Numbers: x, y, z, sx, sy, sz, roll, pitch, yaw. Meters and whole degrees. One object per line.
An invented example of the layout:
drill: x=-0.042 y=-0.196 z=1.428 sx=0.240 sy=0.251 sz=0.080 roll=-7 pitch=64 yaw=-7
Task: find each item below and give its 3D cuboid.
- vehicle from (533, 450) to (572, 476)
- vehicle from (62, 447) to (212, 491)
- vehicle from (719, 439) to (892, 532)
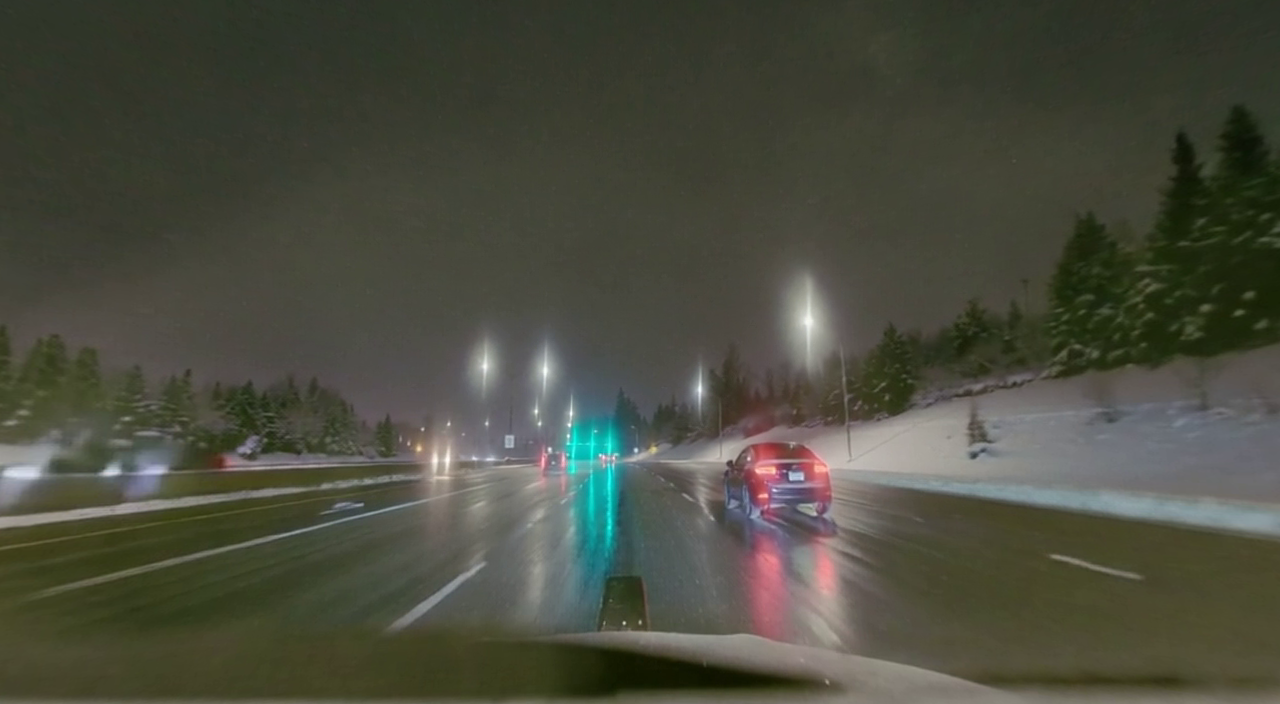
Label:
vehicle: x=-5.439 y=6.938 z=39.597 sx=2.014 sy=1.481 sz=4.156 roll=0 pitch=-9 yaw=-3
vehicle: x=-18.877 y=4.378 z=24.013 sx=1.890 sy=1.450 sz=4.608 roll=0 pitch=-9 yaw=0
vehicle: x=3.006 y=2.531 z=12.690 sx=2.030 sy=1.490 sz=4.737 roll=0 pitch=-9 yaw=-2
